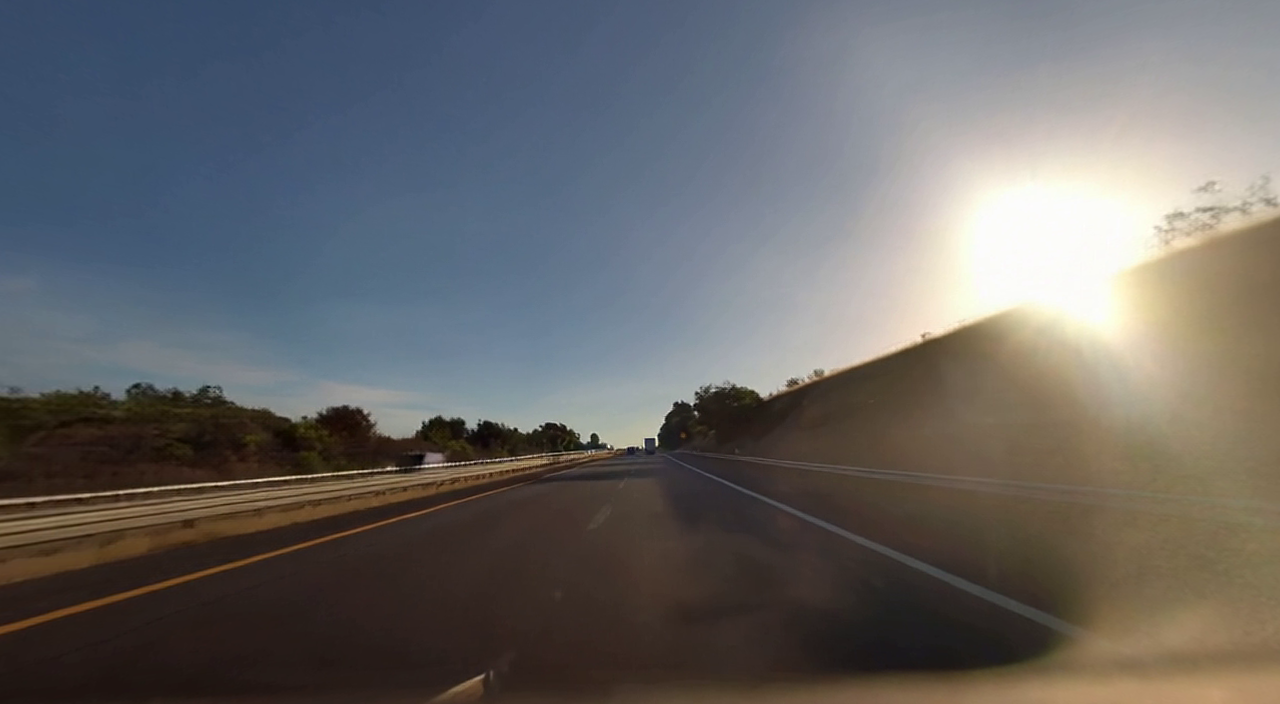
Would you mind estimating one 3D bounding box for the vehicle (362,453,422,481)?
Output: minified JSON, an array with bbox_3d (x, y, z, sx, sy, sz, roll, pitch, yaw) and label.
[{"bbox_3d":[-14.991,6.938,38.114,1.864,1.520,4.137,-1,-9,2],"label":"vehicle"}]
